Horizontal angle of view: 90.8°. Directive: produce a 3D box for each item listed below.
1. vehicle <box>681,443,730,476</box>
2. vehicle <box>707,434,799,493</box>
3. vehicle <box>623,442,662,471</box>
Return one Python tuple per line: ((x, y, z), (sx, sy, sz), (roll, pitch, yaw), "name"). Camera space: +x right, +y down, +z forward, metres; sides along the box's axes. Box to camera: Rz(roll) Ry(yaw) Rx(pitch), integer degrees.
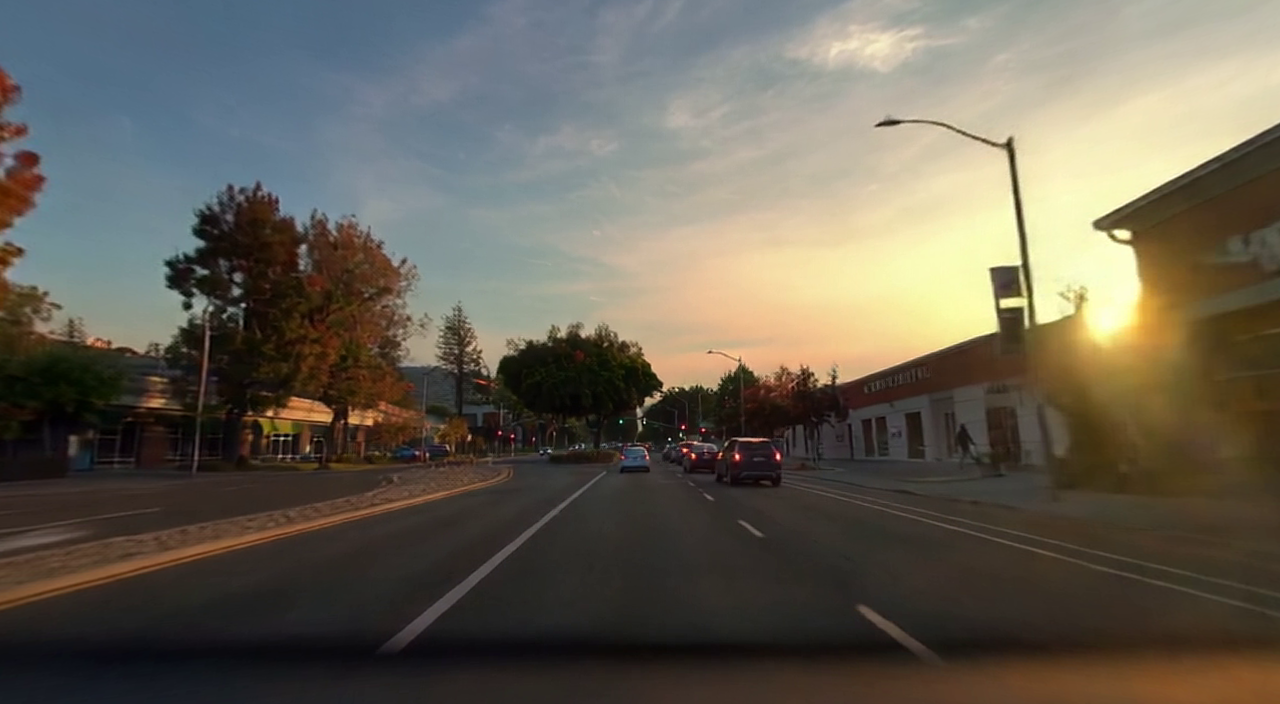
((3.076, 5.154, 30.583), (1.864, 1.484, 4.662), (0, -8, 0), "vehicle")
((3.453, 3.482, 20.096), (2.085, 1.668, 4.077), (0, -8, -1), "vehicle")
((0.123, 5.775, 35.131), (2.023, 1.532, 3.891), (0, -8, -1), "vehicle")
